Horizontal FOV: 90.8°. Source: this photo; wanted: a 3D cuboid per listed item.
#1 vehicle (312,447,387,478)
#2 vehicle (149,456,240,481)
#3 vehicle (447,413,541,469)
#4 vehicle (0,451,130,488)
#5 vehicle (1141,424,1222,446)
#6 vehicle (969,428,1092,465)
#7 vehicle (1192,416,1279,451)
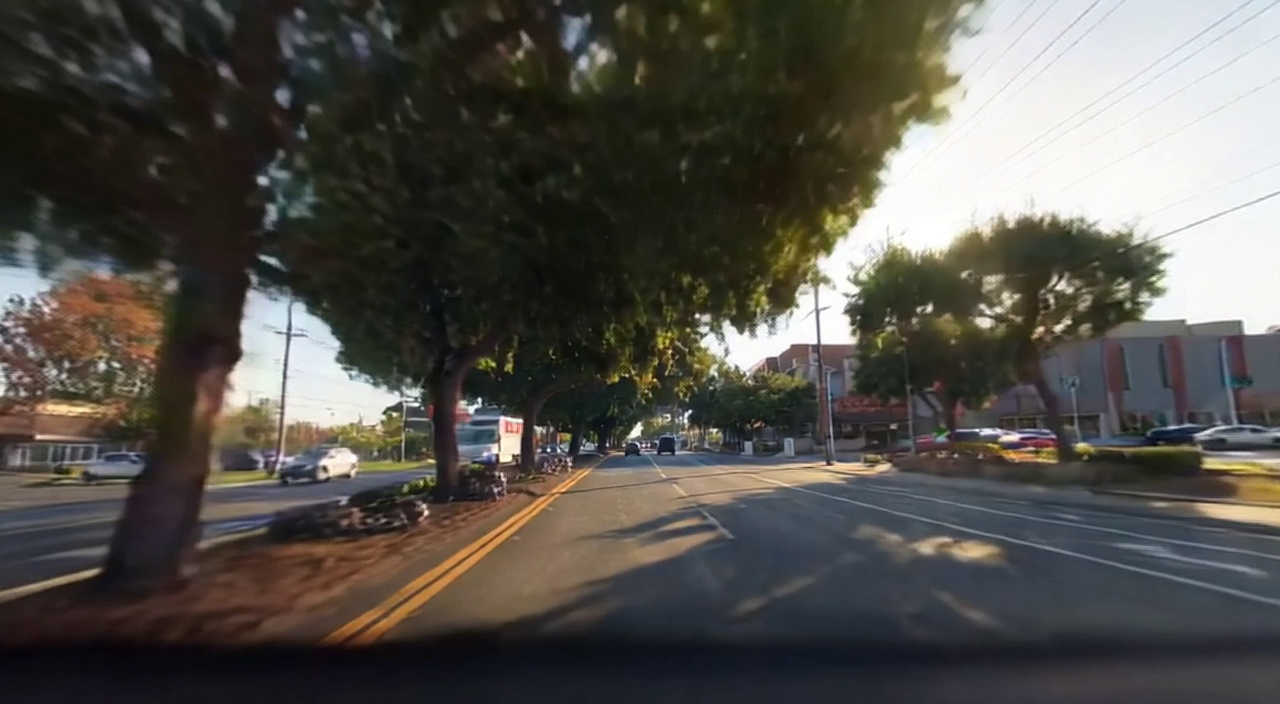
[{"bbox_3d":[-17.107,6.502,37.505,2.091,1.656,4.626,-1,-8,3],"label":"vehicle"},{"bbox_3d":[-27.807,7.252,39.509,4.176,1.440,1.931,0,-8,1],"label":"vehicle"},{"bbox_3d":[-9.210,5.944,41.853,3.241,3.133,12.822,0,-8,0],"label":"vehicle"},{"bbox_3d":[-28.583,5.754,31.106,4.886,1.698,2.224,0,-8,-3],"label":"vehicle"},{"bbox_3d":[41.360,6.420,48.389,2.066,1.575,4.483,0,-8,-2],"label":"vehicle"},{"bbox_3d":[17.681,4.336,28.774,4.264,1.428,1.822,-3,-10,5],"label":"vehicle"},{"bbox_3d":[32.995,4.402,33.872,2.083,1.716,5.134,0,-8,0],"label":"vehicle"}]
